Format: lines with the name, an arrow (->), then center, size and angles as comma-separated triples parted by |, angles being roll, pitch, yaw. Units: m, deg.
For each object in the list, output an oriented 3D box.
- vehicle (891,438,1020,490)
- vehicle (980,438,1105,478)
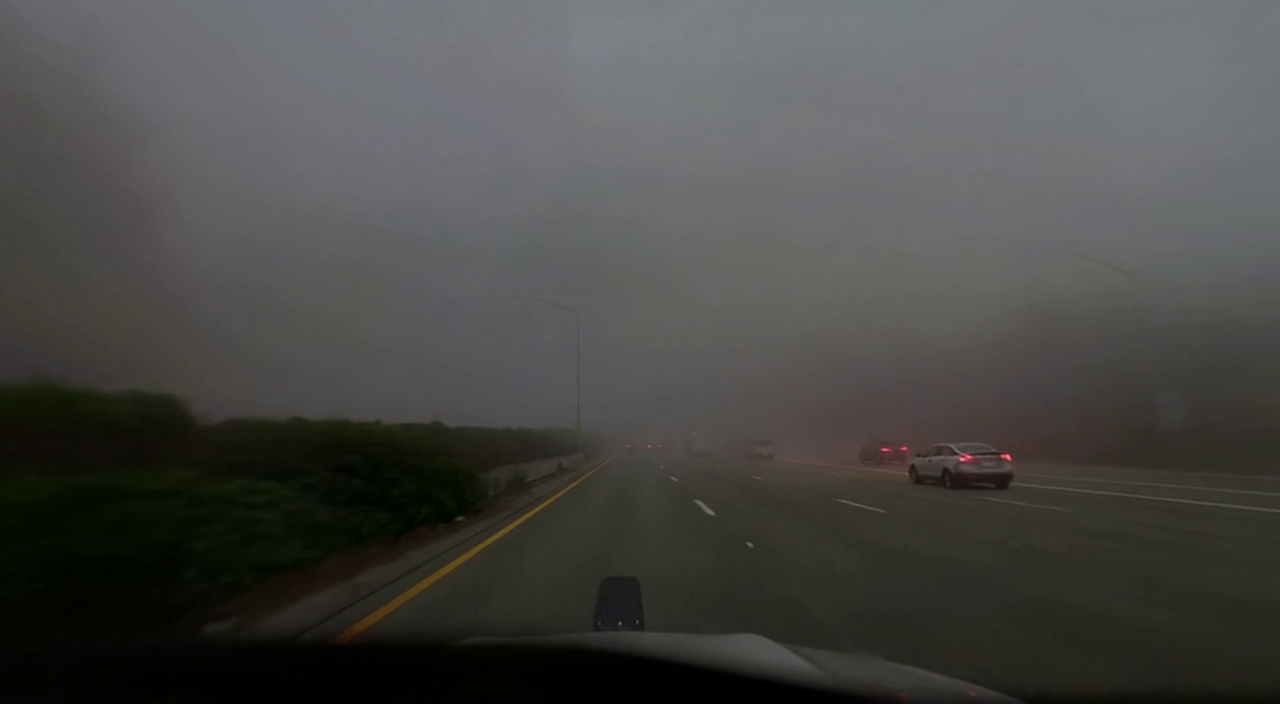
vehicle -> 9.551, 3.407, 19.570 | 1.836, 1.418, 4.132 | 0, -9, 0
vehicle -> 16.411, 4.337, 26.134 | 1.936, 1.498, 4.883 | 0, -9, -1
